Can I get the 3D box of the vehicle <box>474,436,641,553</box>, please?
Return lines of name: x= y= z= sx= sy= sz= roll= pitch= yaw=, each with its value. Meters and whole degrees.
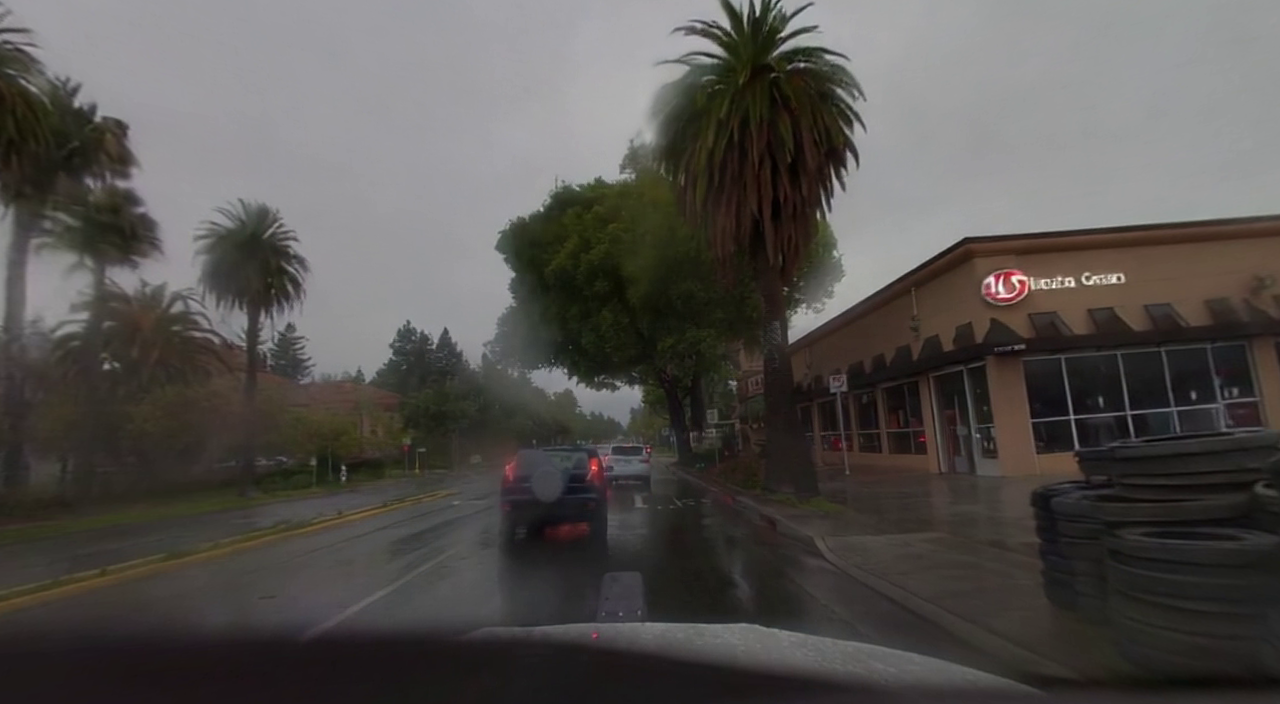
vehicle: x=-1.079 y=2.157 z=10.299 sx=2.169 sy=1.495 sz=4.048 roll=0 pitch=-8 yaw=0
